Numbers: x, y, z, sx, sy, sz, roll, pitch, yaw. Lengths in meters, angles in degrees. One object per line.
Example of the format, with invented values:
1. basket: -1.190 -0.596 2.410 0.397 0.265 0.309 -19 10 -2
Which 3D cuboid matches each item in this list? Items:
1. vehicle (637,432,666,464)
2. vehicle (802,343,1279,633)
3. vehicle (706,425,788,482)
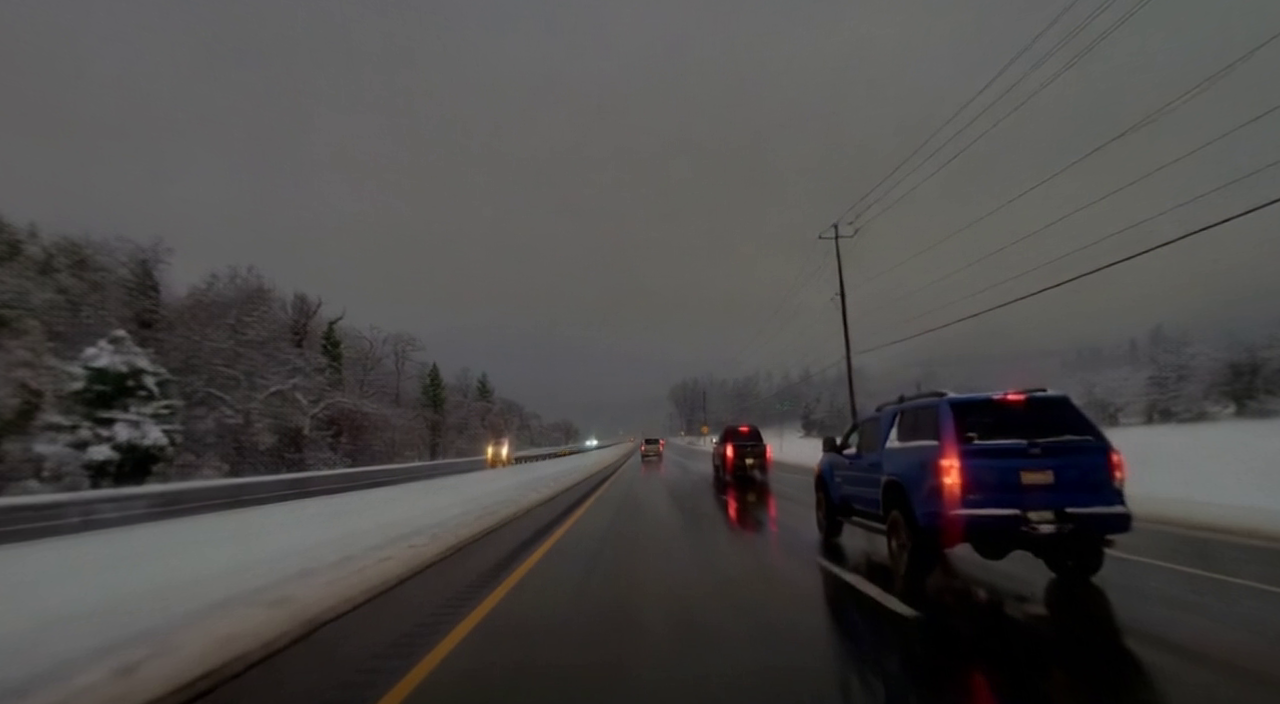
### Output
1. vehicle: 0.827 7.382 48.633 2.099 2.260 4.899 0 -8 0
2. vehicle: 3.600 1.337 7.126 2.145 2.069 5.057 0 -8 0
3. vehicle: 4.390 4.318 27.024 2.594 2.155 5.670 -1 -8 1
